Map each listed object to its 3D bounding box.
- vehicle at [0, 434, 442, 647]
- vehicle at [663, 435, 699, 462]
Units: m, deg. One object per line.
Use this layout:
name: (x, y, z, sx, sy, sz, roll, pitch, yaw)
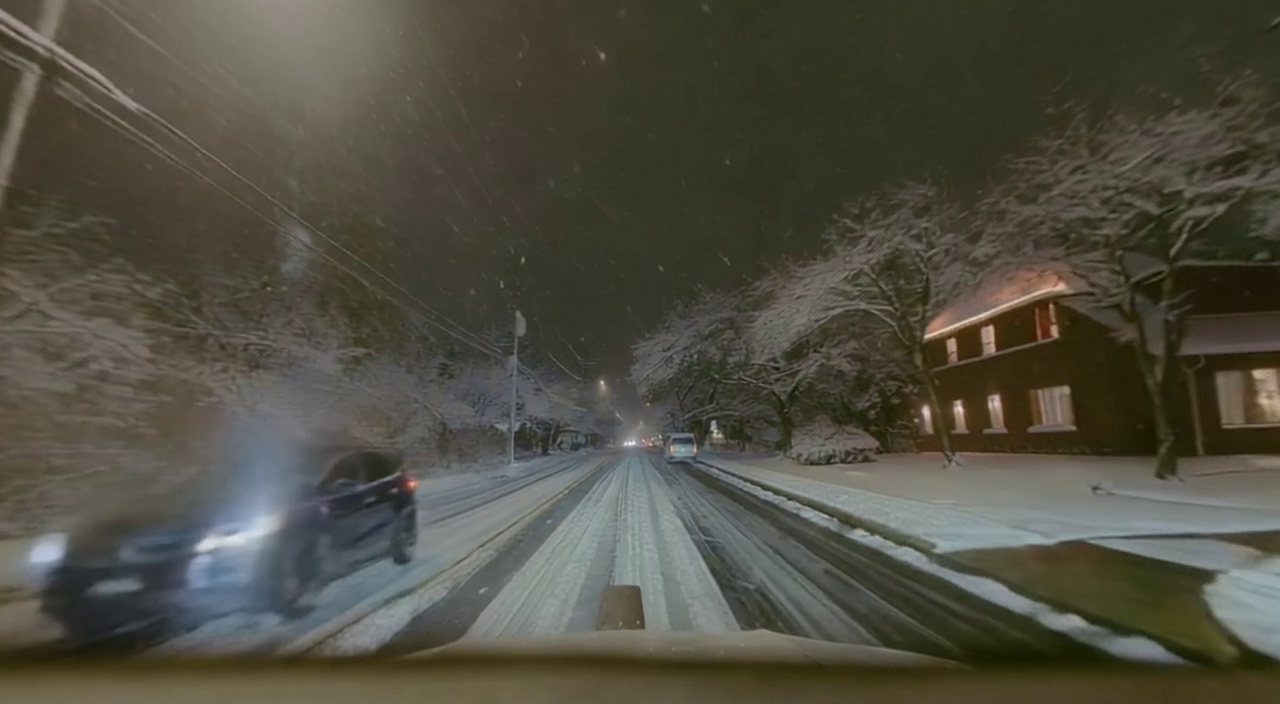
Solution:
vehicle: (-3.702, 1.635, 6.568, 1.959, 1.473, 4.115, 0, -8, 0)
vehicle: (2.769, 6.638, 43.491, 2.086, 1.726, 4.384, 0, -8, -1)
